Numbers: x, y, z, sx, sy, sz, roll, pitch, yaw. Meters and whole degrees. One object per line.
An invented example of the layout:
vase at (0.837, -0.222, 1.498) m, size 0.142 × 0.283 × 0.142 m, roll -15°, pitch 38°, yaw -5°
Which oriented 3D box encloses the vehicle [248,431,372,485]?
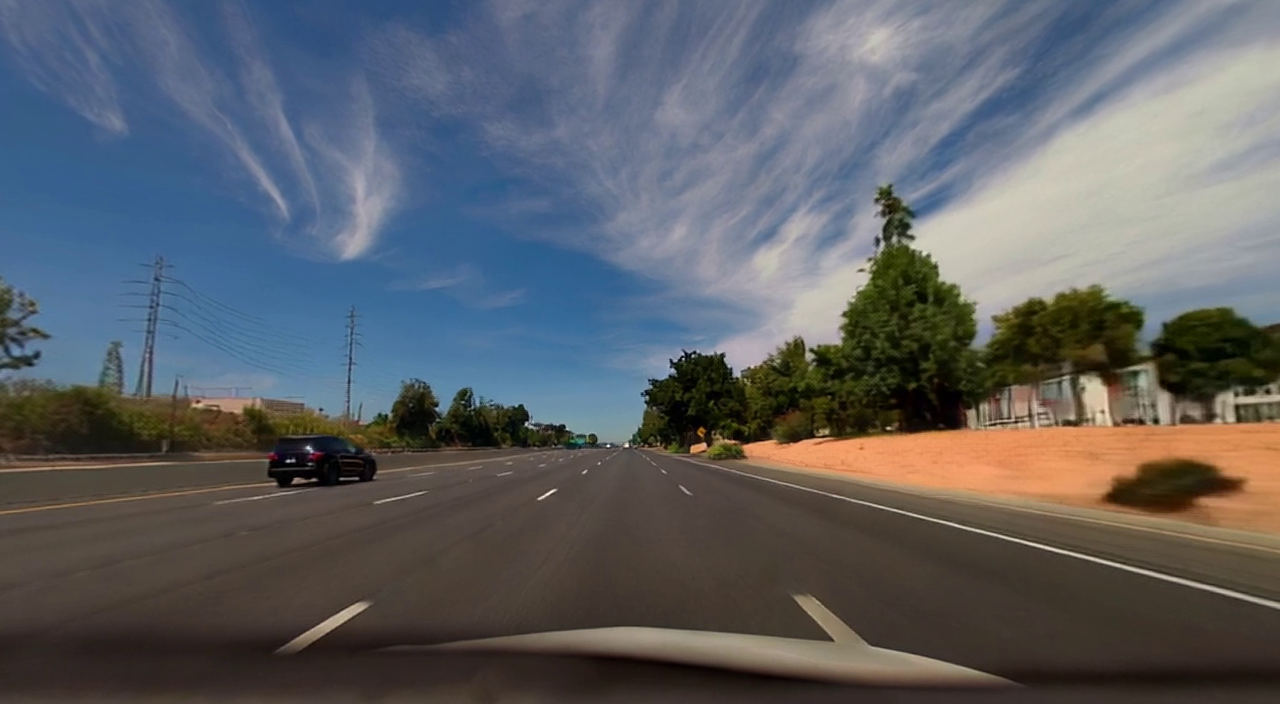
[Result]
vehicle at (-11.776, 3.813, 22.974) m, size 2.016 × 1.754 × 4.543 m, roll 0°, pitch -8°, yaw 0°
